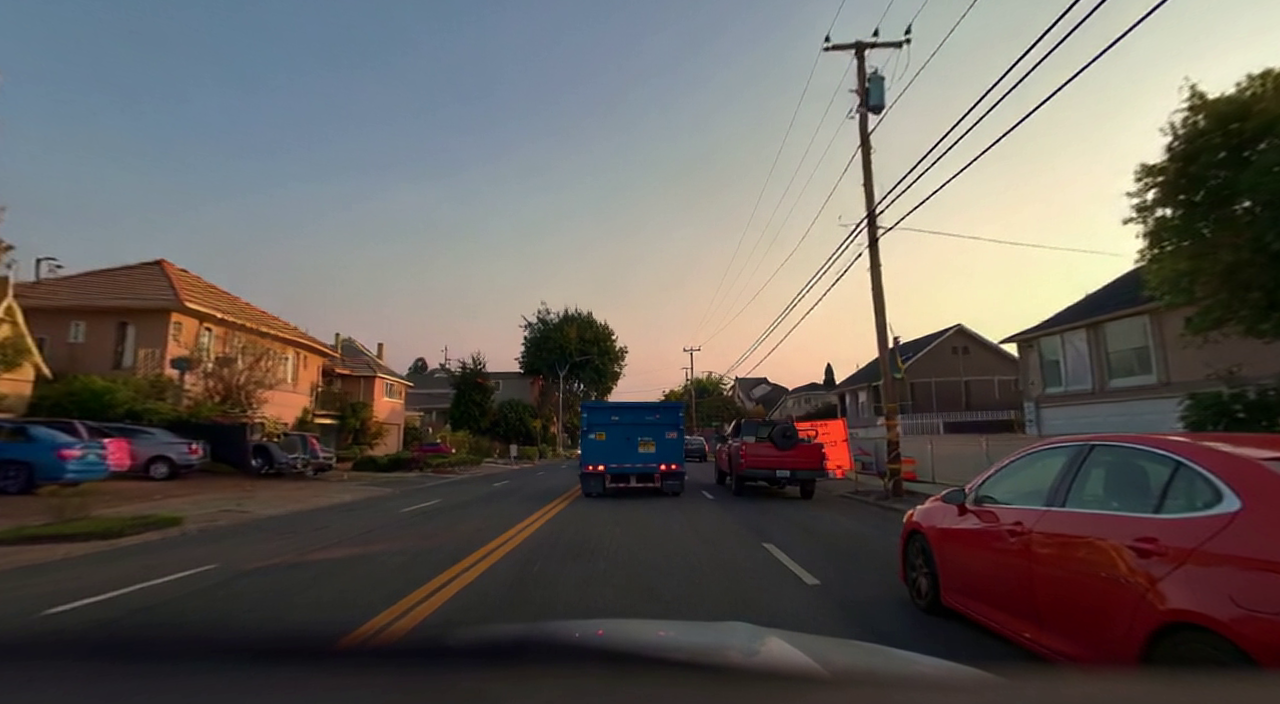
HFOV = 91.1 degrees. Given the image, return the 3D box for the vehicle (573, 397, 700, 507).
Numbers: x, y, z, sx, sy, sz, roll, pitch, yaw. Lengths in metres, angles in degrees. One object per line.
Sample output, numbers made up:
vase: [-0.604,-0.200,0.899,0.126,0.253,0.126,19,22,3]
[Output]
vehicle: [-0.027,2.668,17.028,2.751,2.361,6.347,1,-9,1]

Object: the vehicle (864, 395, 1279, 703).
vehicle: [3.039,1.102,3.401,2.010,1.499,4.481,0,-8,0]

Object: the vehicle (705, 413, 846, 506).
vehicle: [3.224,2.758,16.471,2.486,1.993,5.667,0,-8,0]

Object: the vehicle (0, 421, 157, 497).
vehicle: [-14.969,2.756,16.491,2.010,1.721,4.499,2,-9,-16]

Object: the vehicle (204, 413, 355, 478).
vehicle: [-13.388,3.546,23.917,2.475,2.157,5.567,0,-8,-1]
